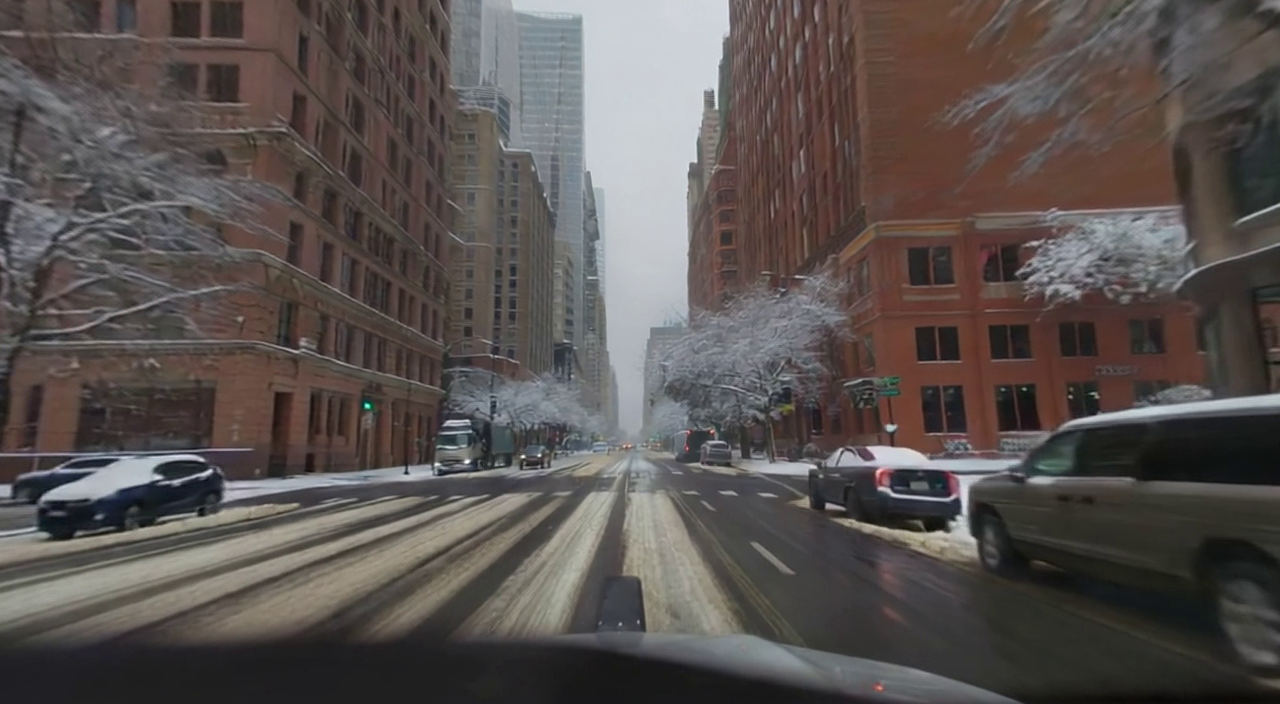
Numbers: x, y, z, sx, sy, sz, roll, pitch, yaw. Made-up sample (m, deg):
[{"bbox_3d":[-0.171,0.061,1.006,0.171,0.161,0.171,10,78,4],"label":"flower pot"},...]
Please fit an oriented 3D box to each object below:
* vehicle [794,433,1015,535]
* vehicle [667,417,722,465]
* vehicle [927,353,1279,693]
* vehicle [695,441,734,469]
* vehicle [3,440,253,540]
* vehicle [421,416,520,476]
[{"bbox_3d":[4.527,2.311,11.739,2.079,1.501,4.385,0,-8,-2],"label":"vehicle"},{"bbox_3d":[3.847,6.566,46.331,2.952,3.171,7.939,0,-8,-3],"label":"vehicle"},{"bbox_3d":[4.742,1.203,5.177,2.237,1.908,5.320,0,-8,0],"label":"vehicle"},{"bbox_3d":[4.391,6.145,37.818,1.891,1.535,4.068,0,-8,0],"label":"vehicle"},{"bbox_3d":[-11.173,3.003,14.360,2.039,1.770,4.445,-3,-9,-1],"label":"vehicle"},{"bbox_3d":[-11.245,6.421,43.539,3.049,3.345,12.614,-4,-8,1],"label":"vehicle"}]
